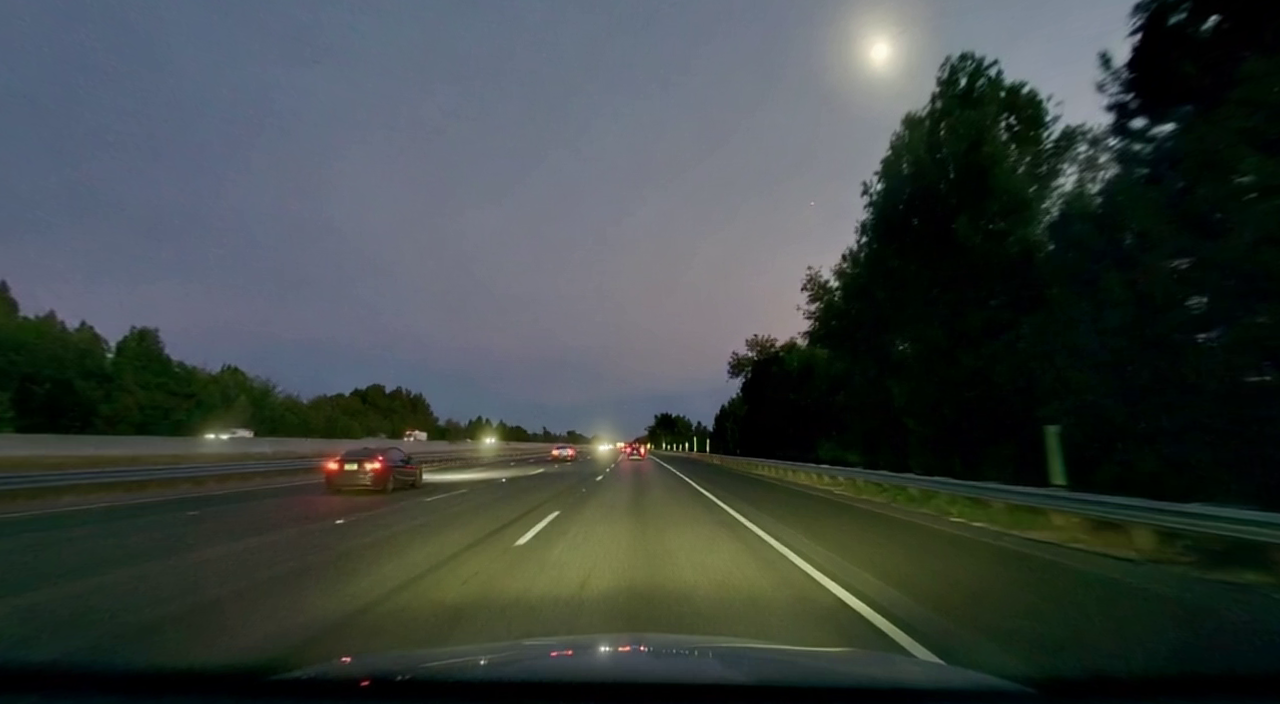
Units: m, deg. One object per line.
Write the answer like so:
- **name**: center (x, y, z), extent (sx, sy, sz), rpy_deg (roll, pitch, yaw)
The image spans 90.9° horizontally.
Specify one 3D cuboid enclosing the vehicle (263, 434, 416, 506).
- **vehicle**: center (-7.446, 2.947, 16.147), extent (1.972, 1.603, 3.891), rpy_deg (0, -8, 0)
